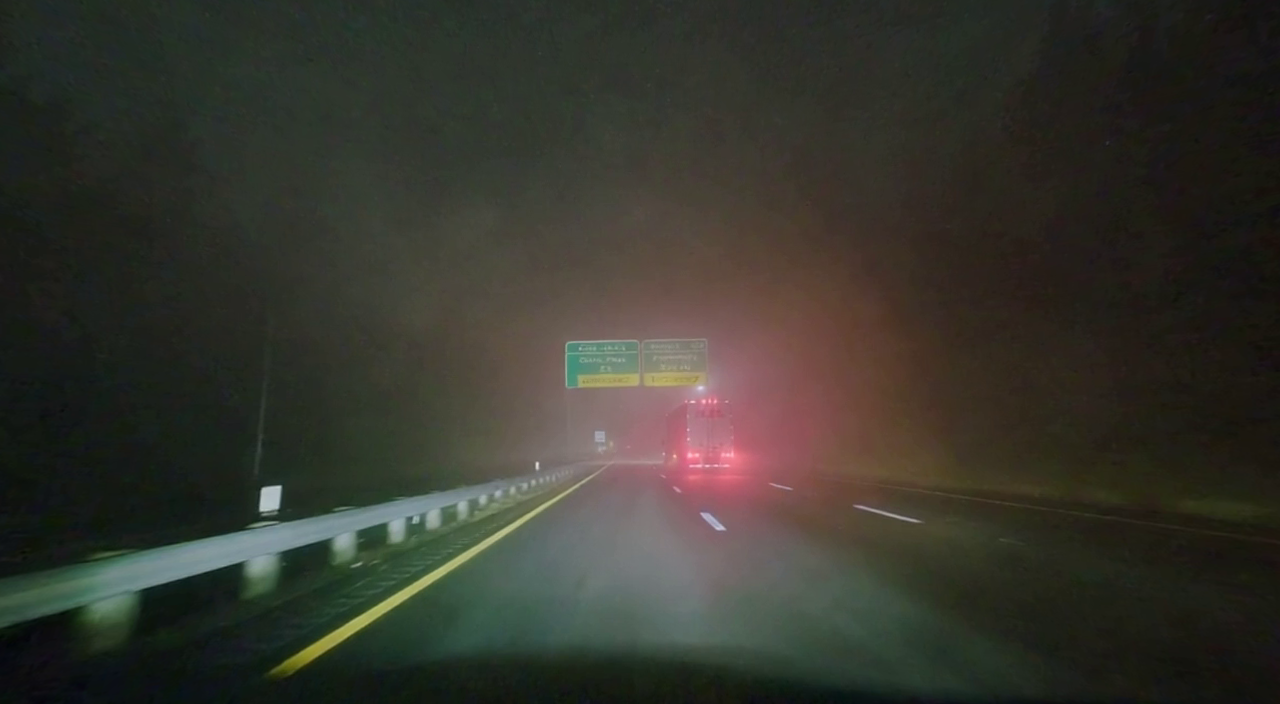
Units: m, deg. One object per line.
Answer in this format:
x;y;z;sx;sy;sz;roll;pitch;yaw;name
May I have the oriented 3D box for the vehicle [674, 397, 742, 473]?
3.893;5.091;37.974;2.879;4.075;8.126;0;-9;-2;vehicle
